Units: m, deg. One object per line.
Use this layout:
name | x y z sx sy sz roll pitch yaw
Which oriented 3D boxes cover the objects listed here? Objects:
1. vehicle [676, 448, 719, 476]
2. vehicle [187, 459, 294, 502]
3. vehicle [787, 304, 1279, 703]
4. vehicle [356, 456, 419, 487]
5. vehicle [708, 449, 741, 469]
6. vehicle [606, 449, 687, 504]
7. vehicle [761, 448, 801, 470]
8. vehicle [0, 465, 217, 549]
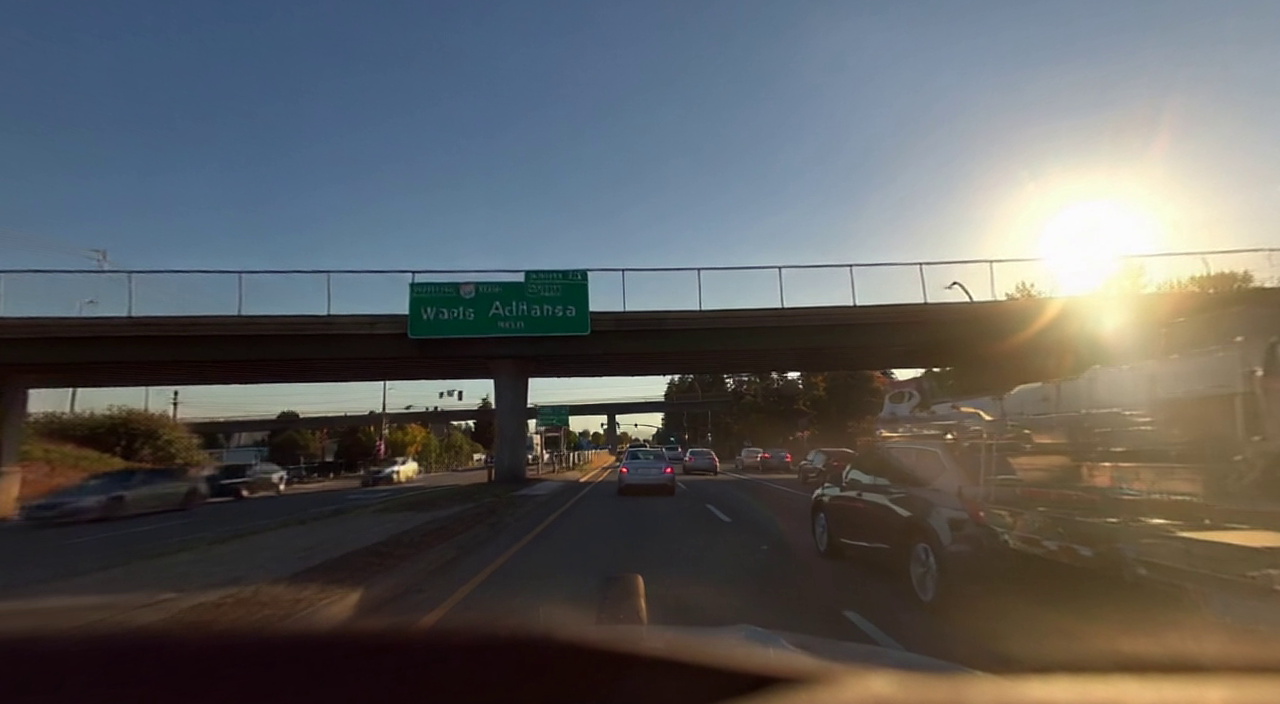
vehicle | 3.126 6.073 35.153 1.962 1.431 4.205 0 -9 -1
vehicle | -19.013 6.094 30.380 1.983 1.800 4.811 0 -9 0
vehicle | 3.426 1.212 5.799 2.719 2.033 5.876 0 -9 0
vehicle | -15.158 7.152 38.228 2.009 1.670 4.583 0 -9 -2
vehicle | 6.399 8.155 48.380 1.947 1.466 3.825 0 -9 -1
vehicle | 0.146 3.425 17.817 2.027 1.341 3.775 0 -9 0
vehicle | 9.864 7.486 44.407 1.839 1.453 3.992 0 -9 -1
vehicle | -12.178 3.368 14.362 1.927 1.439 4.537 0 -9 1
